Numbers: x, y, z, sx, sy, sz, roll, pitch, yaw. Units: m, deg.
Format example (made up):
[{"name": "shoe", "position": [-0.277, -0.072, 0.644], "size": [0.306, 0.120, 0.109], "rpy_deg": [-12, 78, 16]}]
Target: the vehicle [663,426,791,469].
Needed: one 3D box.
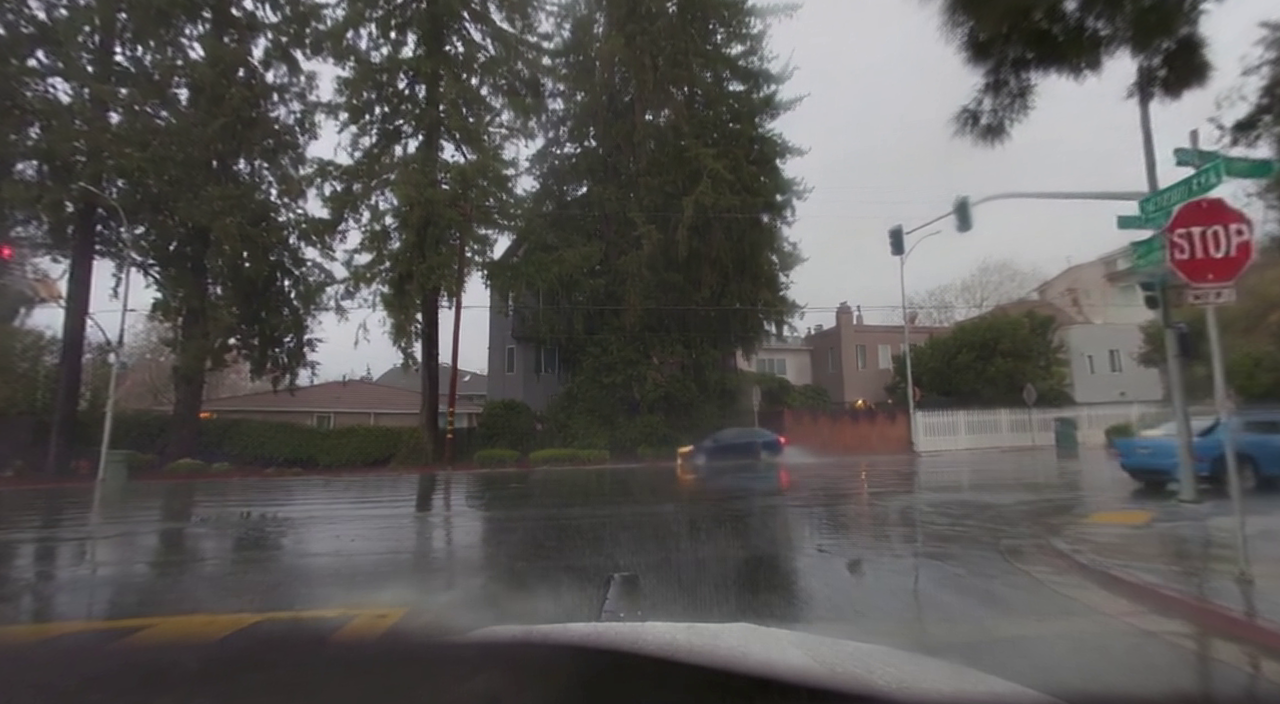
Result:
[{"name": "vehicle", "position": [3.189, 3.517, 23.407], "size": [4.296, 1.499, 1.814], "rpy_deg": [2, -9, -16]}]

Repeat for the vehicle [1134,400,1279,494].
[{"name": "vehicle", "position": [12.795, 1.886, 12.689], "size": [4.208, 1.685, 2.014], "rpy_deg": [1, -8, -8]}]
